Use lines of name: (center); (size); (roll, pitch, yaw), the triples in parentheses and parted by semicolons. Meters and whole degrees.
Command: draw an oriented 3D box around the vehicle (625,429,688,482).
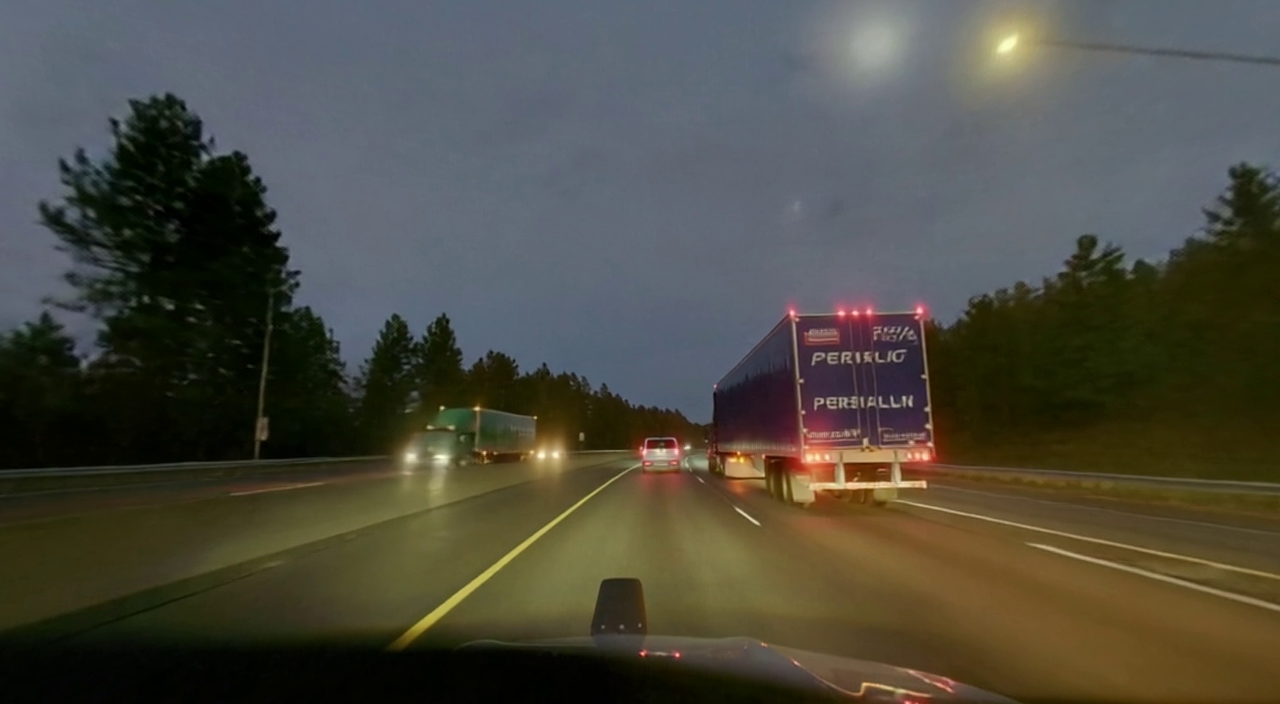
vehicle: (0.651, 4.034, 24.776); (2.222, 1.848, 4.610); (-1, -8, 2)

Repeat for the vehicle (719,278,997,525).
vehicle: (4.647, 2.060, 18.915); (2.899, 4.160, 16.621); (-1, -9, 2)

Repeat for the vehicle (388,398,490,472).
vehicle: (-12.000, 5.144, 38.712); (3.038, 3.995, 8.330); (-1, -8, 4)
